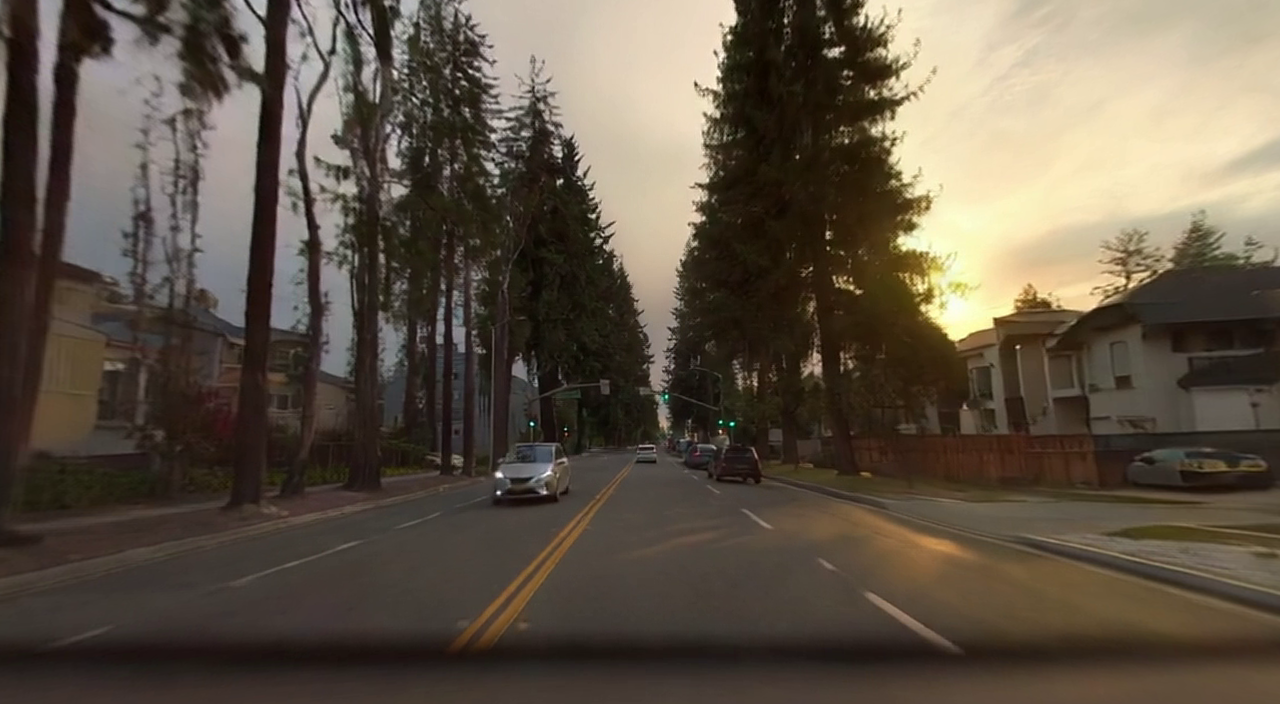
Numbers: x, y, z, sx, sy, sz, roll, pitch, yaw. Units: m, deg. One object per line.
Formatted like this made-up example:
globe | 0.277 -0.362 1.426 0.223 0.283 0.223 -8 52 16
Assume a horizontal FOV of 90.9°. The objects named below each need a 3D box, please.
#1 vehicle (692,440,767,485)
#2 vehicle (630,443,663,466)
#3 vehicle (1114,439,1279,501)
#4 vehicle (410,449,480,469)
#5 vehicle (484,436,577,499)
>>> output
vehicle | 3.222 4.077 23.636 2.078 1.488 4.741 0 -8 0
vehicle | 0.370 6.880 42.460 2.097 1.463 4.043 0 -9 -1
vehicle | 17.893 3.735 20.383 1.831 1.778 3.787 1 -9 -7
vehicle | -15.219 8.331 49.307 4.727 1.483 2.002 -1 -8 3
vehicle | -3.085 3.343 18.608 1.954 1.618 4.050 0 -9 1
